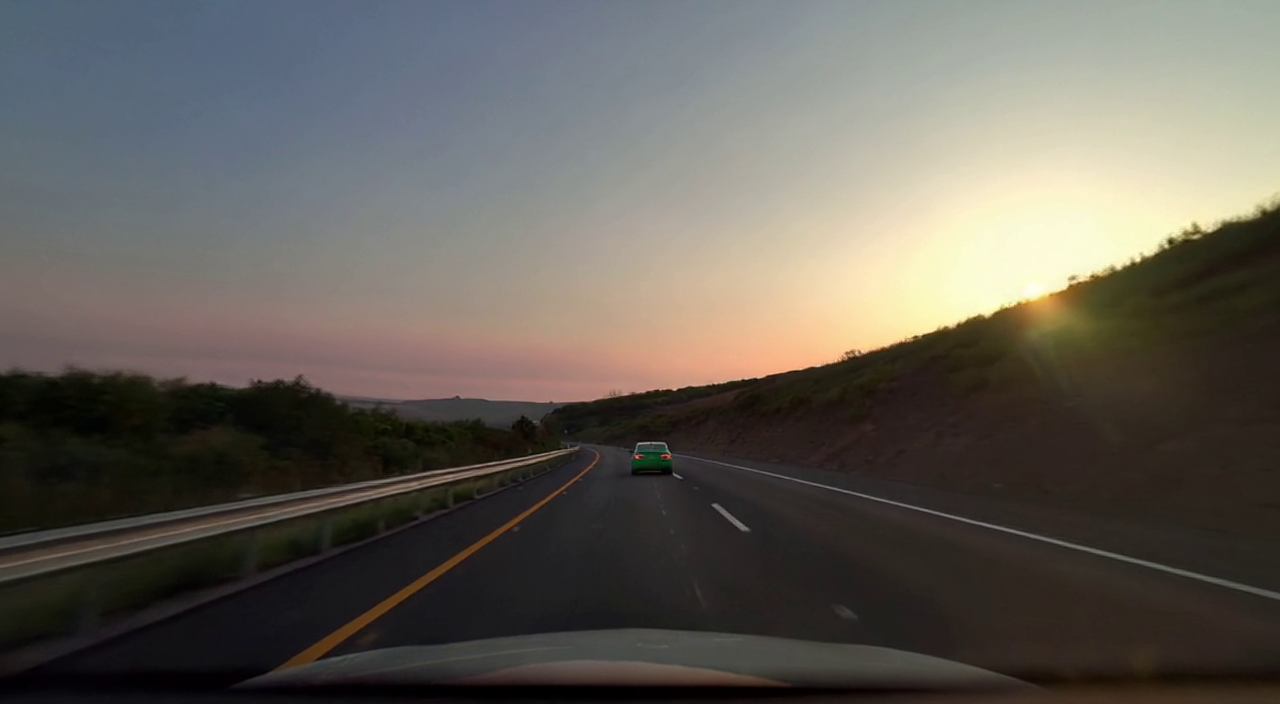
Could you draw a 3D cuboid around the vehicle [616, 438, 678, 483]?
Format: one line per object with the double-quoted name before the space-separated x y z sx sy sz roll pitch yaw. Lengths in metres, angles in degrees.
"vehicle" 0.142 3.860 22.763 2.029 1.474 4.183 0 -8 -2
